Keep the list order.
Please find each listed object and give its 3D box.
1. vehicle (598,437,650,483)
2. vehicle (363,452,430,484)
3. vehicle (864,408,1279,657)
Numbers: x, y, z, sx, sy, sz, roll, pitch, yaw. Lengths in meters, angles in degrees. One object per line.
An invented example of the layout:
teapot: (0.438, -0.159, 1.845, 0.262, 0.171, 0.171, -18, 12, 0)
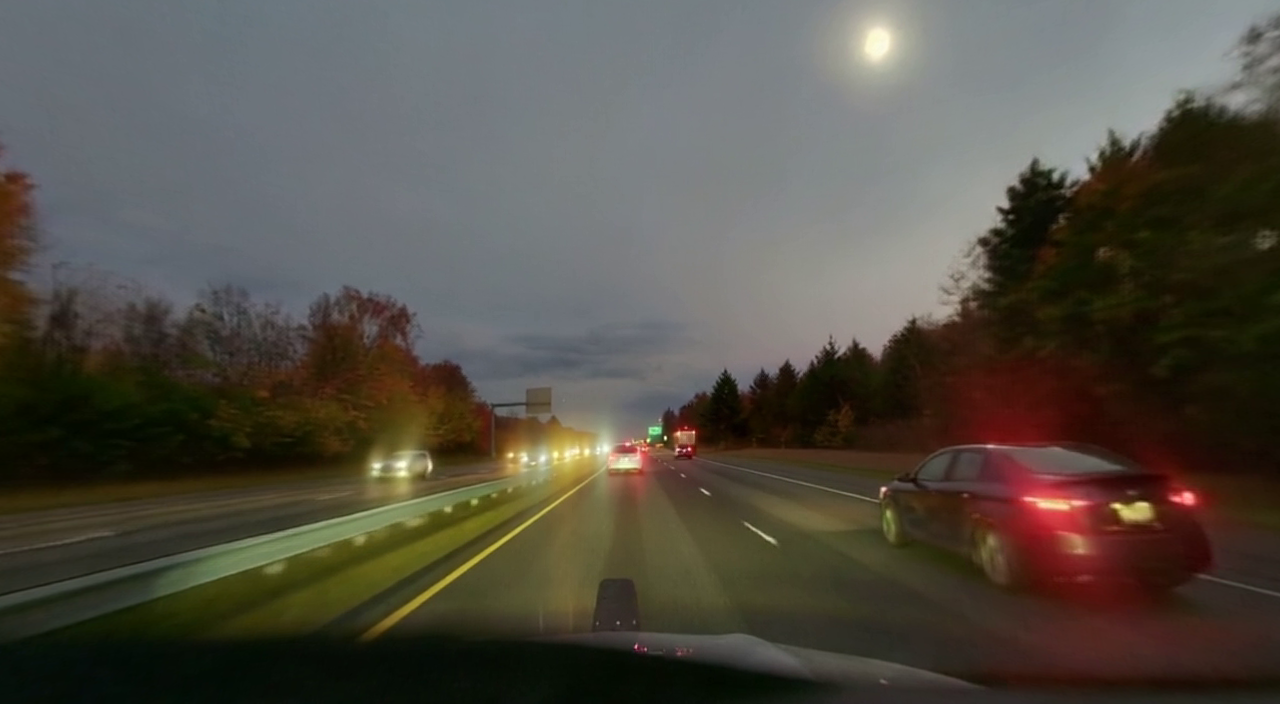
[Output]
vehicle: (-0.598, 4.323, 25.376, 1.937, 1.699, 3.936, -1, -9, 0)
vehicle: (-13.173, 6.269, 34.188, 1.914, 1.600, 4.188, -1, -9, 0)
vehicle: (3.941, 1.430, 6.087, 1.843, 1.505, 4.339, 0, -9, -1)
